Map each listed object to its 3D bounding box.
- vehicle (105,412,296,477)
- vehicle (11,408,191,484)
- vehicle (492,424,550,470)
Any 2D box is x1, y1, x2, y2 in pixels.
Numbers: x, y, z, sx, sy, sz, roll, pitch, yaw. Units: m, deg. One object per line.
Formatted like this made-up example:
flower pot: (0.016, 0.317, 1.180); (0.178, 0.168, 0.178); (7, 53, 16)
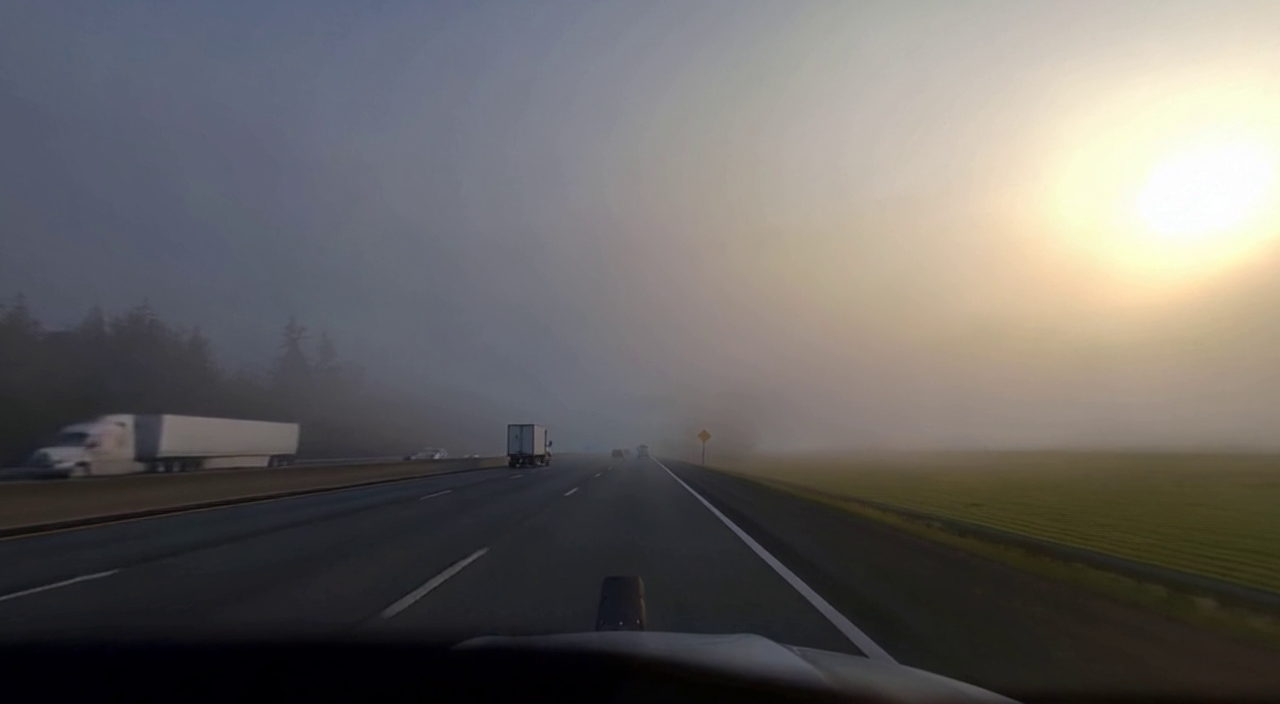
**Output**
vehicle: (-33.065, 7.303, 49.211); (2.929, 4.174, 16.725); (0, -9, 0)
vehicle: (-32.968, 5.890, 39.277); (2.981, 4.148, 8.975); (0, -9, 1)
vehicle: (-7.437, 6.057, 40.171); (2.444, 2.685, 5.893); (0, -9, 1)
